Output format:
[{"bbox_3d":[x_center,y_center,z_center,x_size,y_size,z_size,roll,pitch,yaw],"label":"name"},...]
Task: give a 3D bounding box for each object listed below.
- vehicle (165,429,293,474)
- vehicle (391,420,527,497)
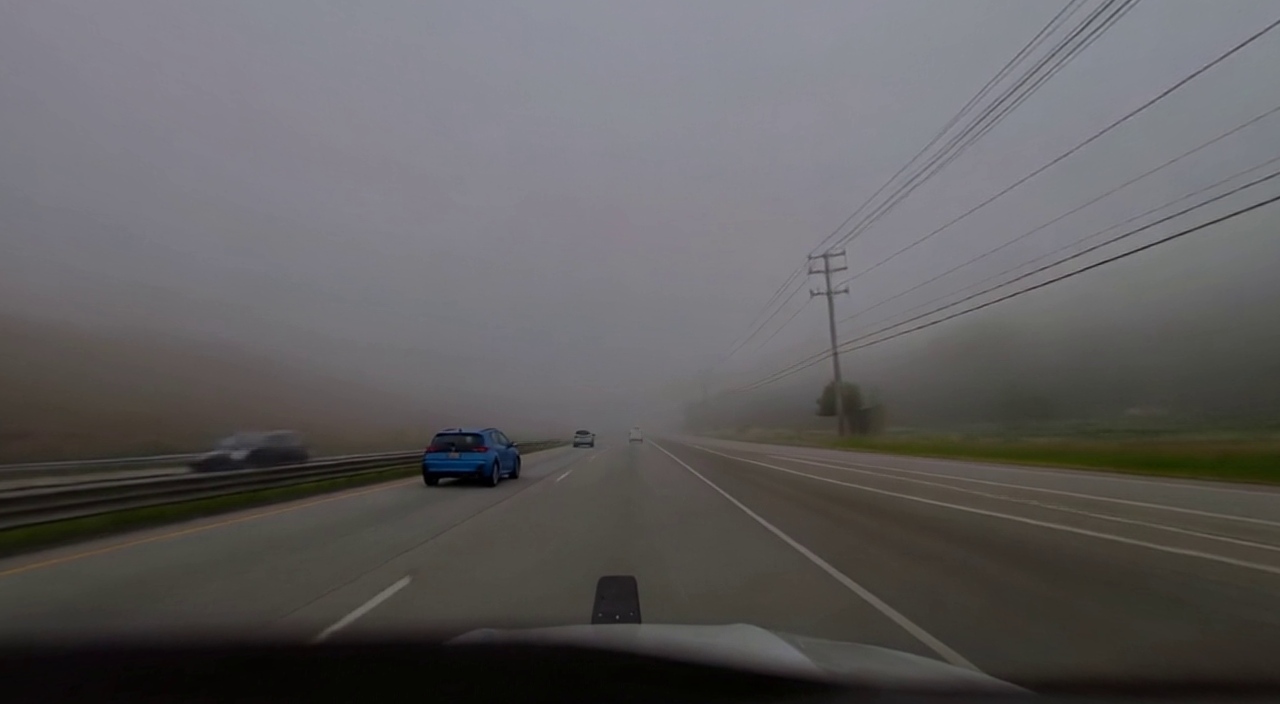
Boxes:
[{"bbox_3d":[-16.785,4.053,26.067,2.033,1.673,4.852,0,-8,-1],"label":"vehicle"},{"bbox_3d":[-4.130,2.485,15.174,2.023,1.580,4.259,0,-8,0],"label":"vehicle"}]
